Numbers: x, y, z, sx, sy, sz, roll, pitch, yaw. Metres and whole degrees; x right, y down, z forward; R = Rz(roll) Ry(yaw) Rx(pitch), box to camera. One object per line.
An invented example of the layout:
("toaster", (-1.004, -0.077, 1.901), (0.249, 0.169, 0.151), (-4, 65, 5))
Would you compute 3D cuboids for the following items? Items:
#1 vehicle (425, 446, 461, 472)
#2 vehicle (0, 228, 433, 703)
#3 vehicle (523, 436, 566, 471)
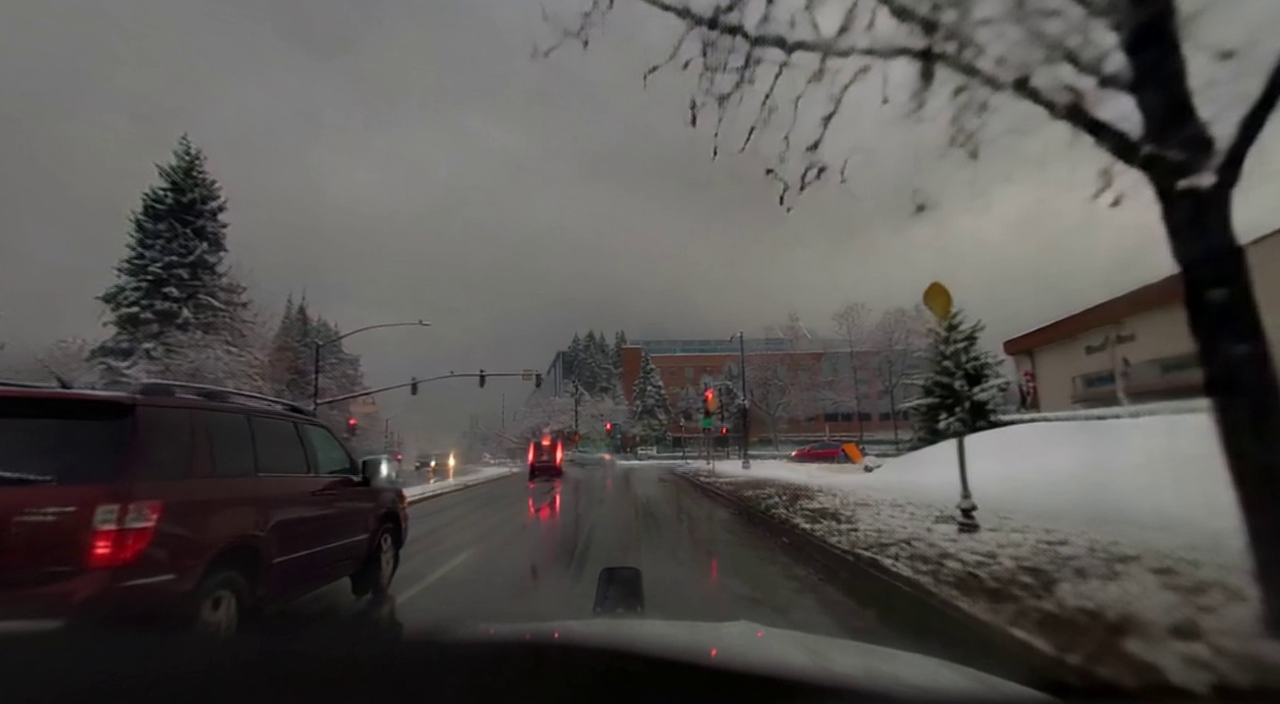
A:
("vehicle", (-13.102, 7.110, 42.254), (1.925, 1.631, 4.250), (2, -9, -12))
("vehicle", (-3.357, 0.761, 3.437), (2.509, 1.885, 5.831), (0, -9, 0))
("vehicle", (-5.302, 5.689, 35.646), (2.134, 1.799, 5.082), (1, -9, -6))
